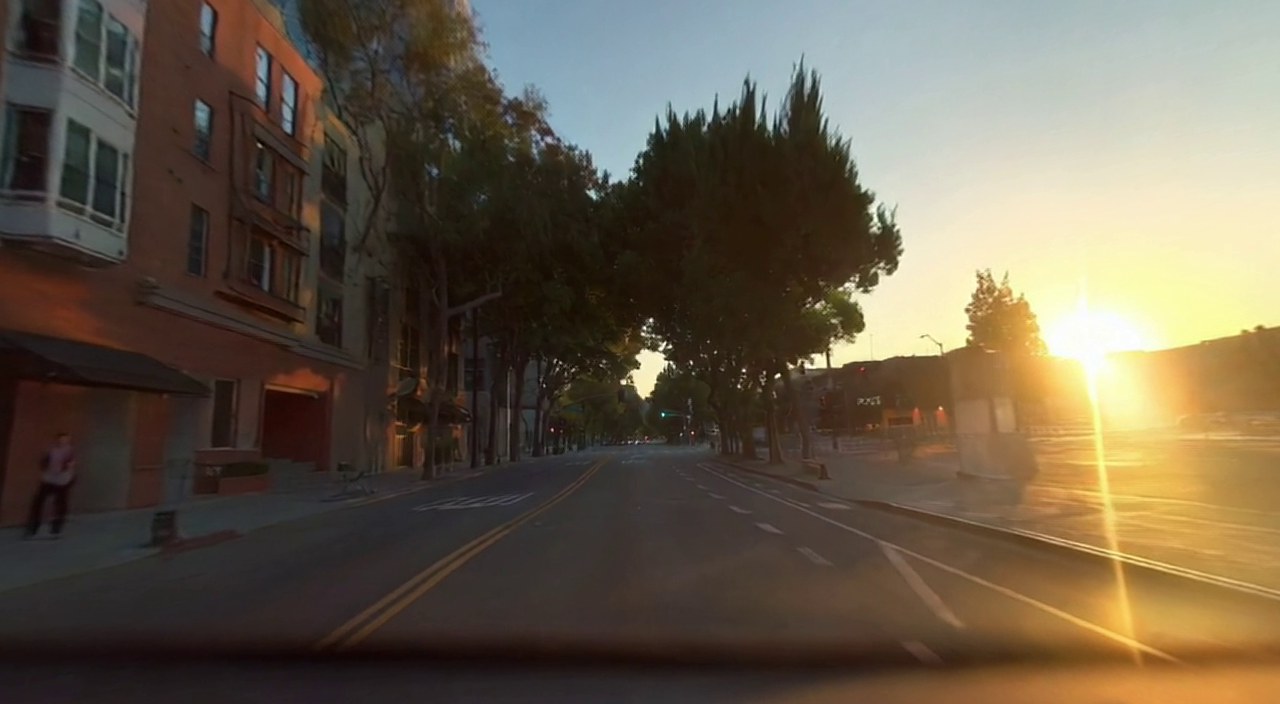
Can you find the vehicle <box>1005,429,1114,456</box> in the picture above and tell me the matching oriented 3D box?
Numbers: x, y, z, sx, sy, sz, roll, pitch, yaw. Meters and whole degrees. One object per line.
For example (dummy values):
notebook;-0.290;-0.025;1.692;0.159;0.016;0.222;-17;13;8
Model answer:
vehicle;28.697;6.231;43.299;1.981;1.712;5.765;6;-10;-38
